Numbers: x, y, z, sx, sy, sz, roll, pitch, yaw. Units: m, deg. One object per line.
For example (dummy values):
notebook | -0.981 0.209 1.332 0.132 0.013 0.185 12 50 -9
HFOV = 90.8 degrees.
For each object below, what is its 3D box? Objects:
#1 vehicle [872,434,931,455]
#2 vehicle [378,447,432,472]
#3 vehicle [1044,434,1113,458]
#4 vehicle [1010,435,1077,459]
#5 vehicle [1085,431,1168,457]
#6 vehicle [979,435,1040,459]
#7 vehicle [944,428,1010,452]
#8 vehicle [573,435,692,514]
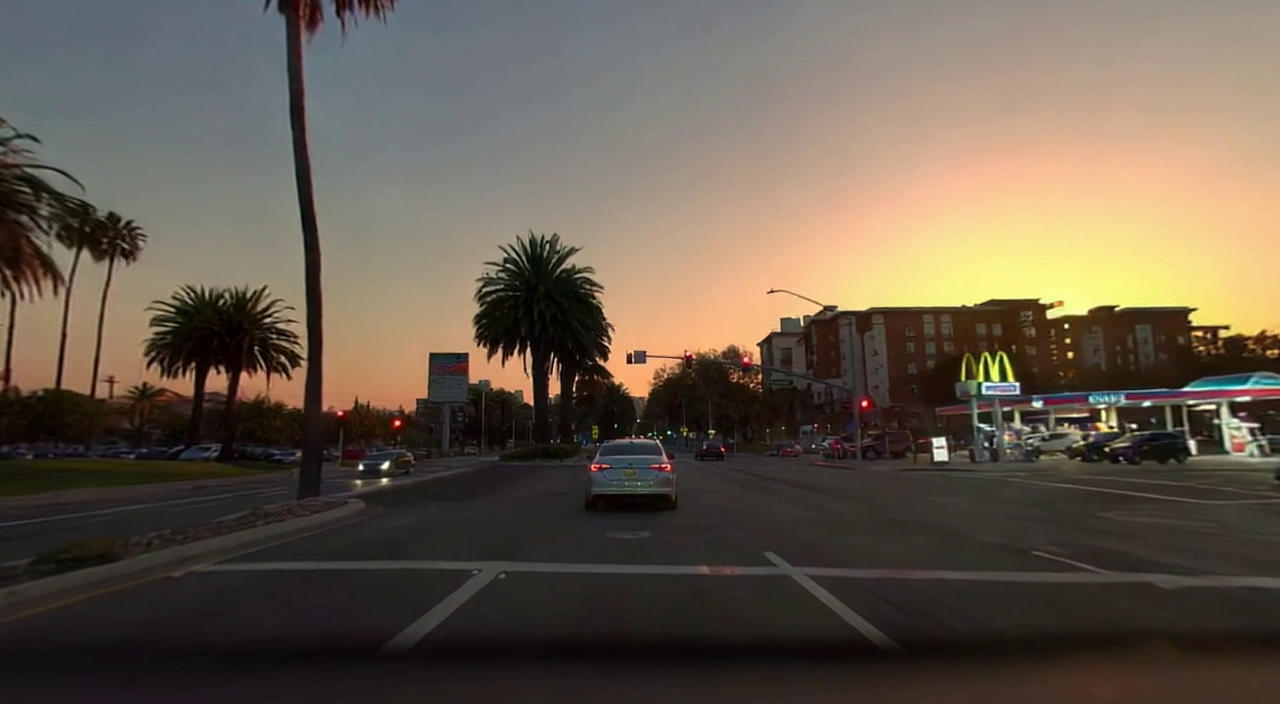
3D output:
vehicle | 19.682 6.984 47.647 3.833 1.495 1.892 -2 -9 15
vehicle | -15.478 7.102 41.868 1.896 1.508 4.659 0 -8 -1
vehicle | 28.941 6.226 41.838 1.848 1.467 3.941 -1 -8 3
vehicle | 26.471 6.231 41.610 1.923 1.501 3.849 0 -8 2
vehicle | 31.930 6.076 41.643 1.903 1.630 4.320 0 -8 -2
vehicle | 24.408 6.283 41.850 1.738 1.462 3.609 0 -8 -1
vehicle | 24.716 6.487 46.417 3.783 1.560 1.853 -4 -10 13
vehicle | -0.146 2.678 14.390 2.270 1.475 4.571 0 -8 0
